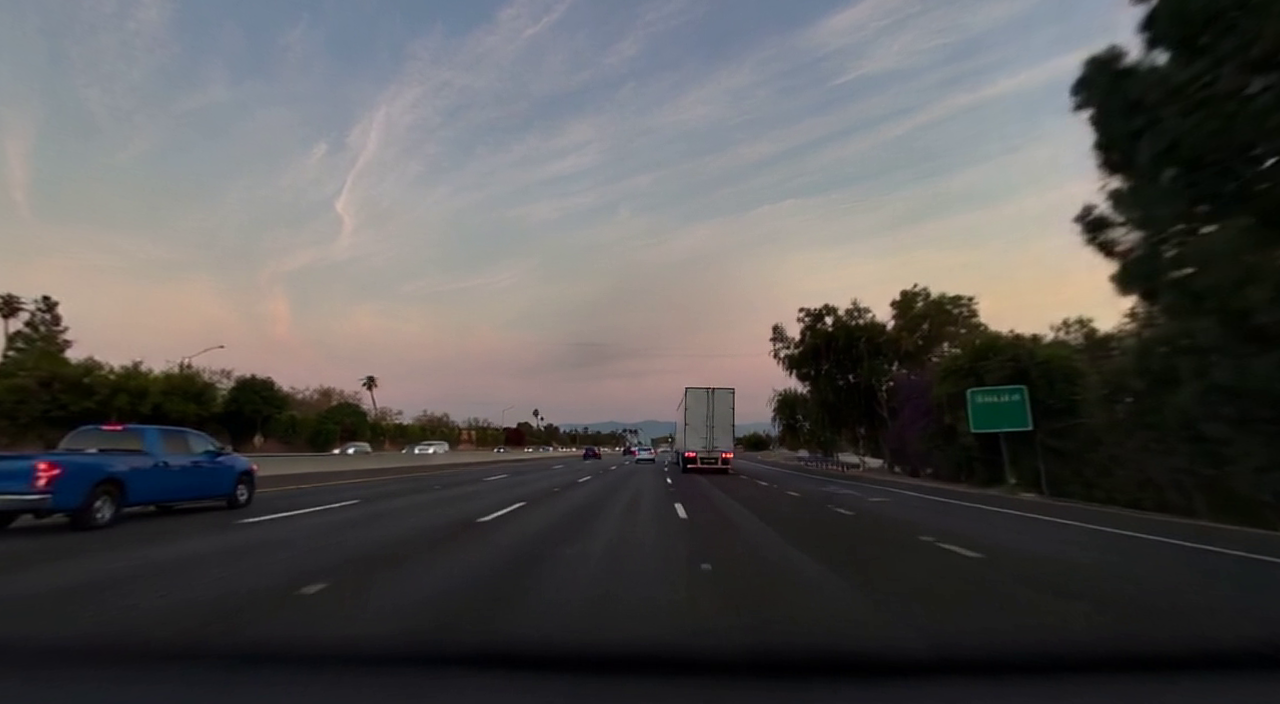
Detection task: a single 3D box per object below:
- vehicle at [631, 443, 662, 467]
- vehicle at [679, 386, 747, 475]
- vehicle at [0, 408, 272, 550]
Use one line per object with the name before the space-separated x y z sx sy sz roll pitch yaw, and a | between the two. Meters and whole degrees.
vehicle | 0.559 7.954 48.784 2.287 1.689 4.307 0 -8 2
vehicle | 3.942 4.824 37.890 2.891 4.123 16.415 0 -8 3
vehicle | -8.690 1.926 10.256 2.264 1.728 4.940 0 -8 2
